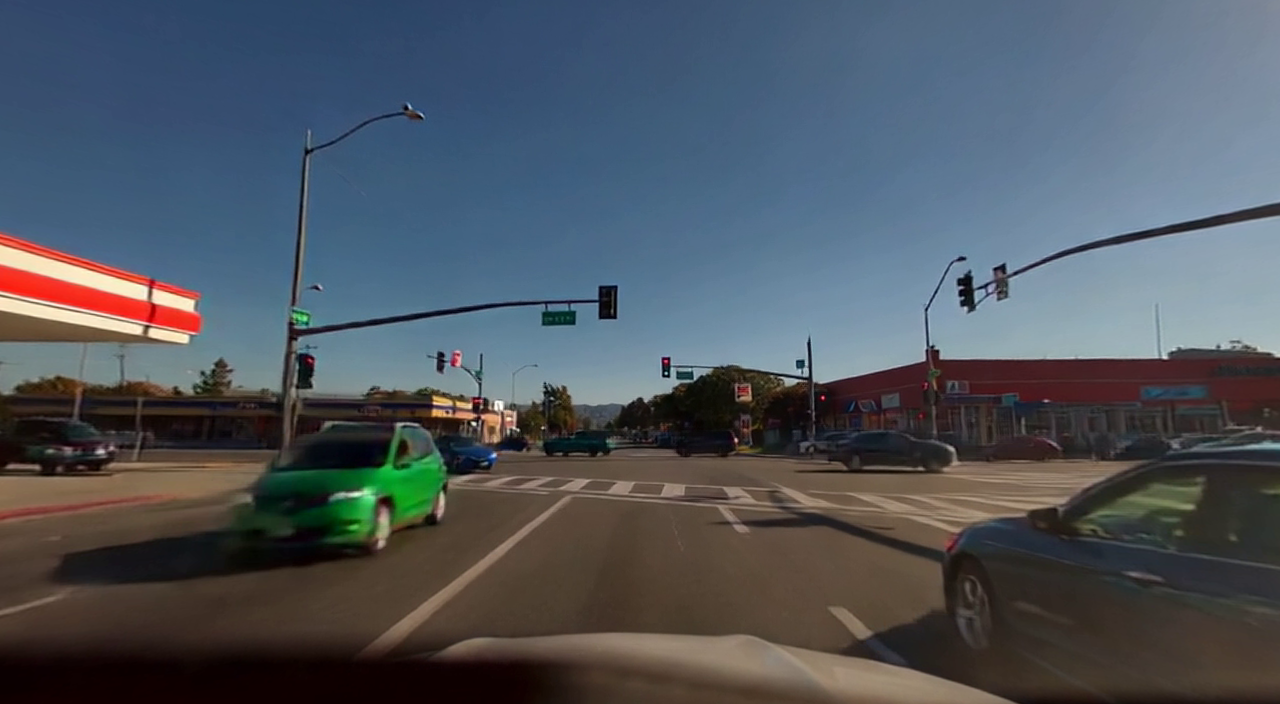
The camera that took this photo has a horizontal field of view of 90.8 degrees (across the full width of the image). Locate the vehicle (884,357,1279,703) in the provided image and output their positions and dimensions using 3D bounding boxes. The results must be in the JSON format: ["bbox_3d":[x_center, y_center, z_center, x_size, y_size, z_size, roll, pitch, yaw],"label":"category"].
[{"bbox_3d":[2.893,0.874,2.521,1.995,1.525,4.392,0,-8,-1],"label":"vehicle"}]

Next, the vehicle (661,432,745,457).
[{"bbox_3d":[3.834,5.735,38.979,4.801,1.466,1.830,-5,-10,28],"label":"vehicle"}]

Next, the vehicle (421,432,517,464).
[{"bbox_3d":[-8.671,4.840,31.928,4.806,1.482,1.862,-6,-10,32],"label":"vehicle"}]

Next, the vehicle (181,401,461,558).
[{"bbox_3d":[-4.161,1.731,9.309,2.196,1.696,4.484,1,-8,-7],"label":"vehicle"}]

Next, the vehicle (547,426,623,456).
[{"bbox_3d":[-3.368,5.503,38.891,4.311,1.742,1.864,-4,-9,26],"label":"vehicle"}]
